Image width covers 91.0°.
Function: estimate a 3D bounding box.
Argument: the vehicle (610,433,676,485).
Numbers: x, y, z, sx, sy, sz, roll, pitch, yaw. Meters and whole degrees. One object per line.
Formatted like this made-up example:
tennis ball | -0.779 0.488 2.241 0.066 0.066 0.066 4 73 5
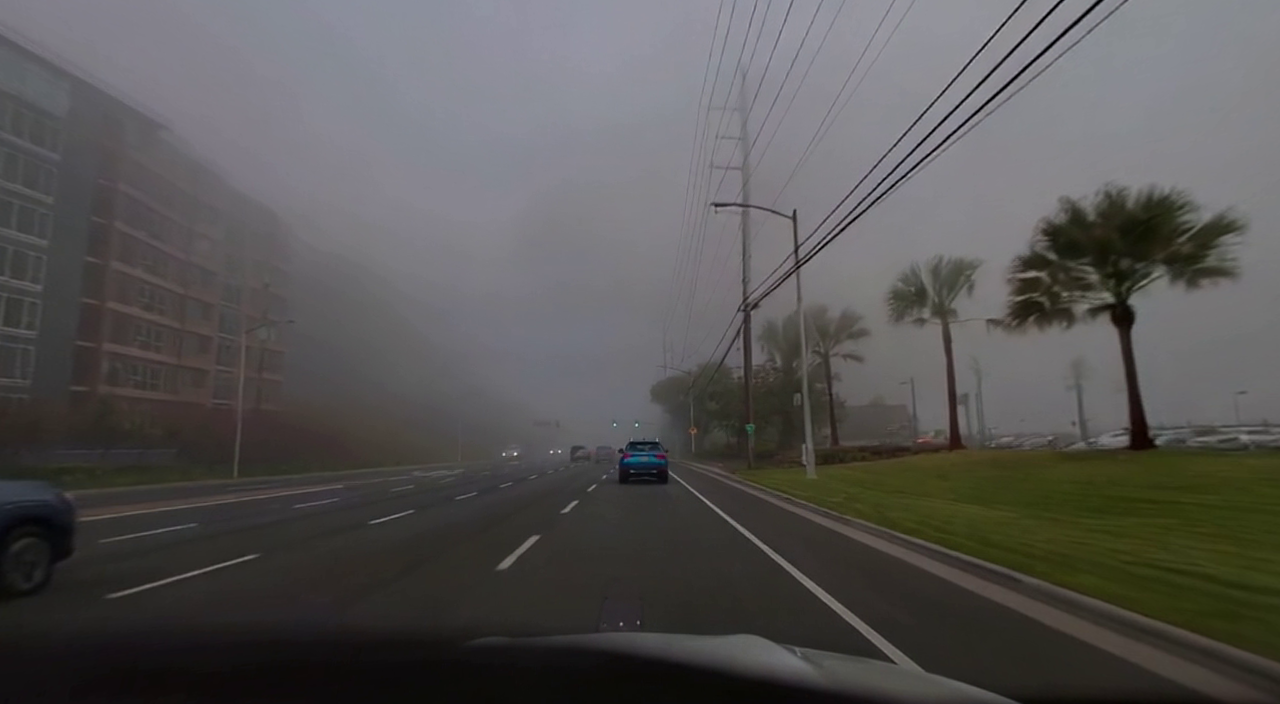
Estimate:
vehicle | 0.088 3.858 22.987 2.198 1.706 4.166 0 -9 0
